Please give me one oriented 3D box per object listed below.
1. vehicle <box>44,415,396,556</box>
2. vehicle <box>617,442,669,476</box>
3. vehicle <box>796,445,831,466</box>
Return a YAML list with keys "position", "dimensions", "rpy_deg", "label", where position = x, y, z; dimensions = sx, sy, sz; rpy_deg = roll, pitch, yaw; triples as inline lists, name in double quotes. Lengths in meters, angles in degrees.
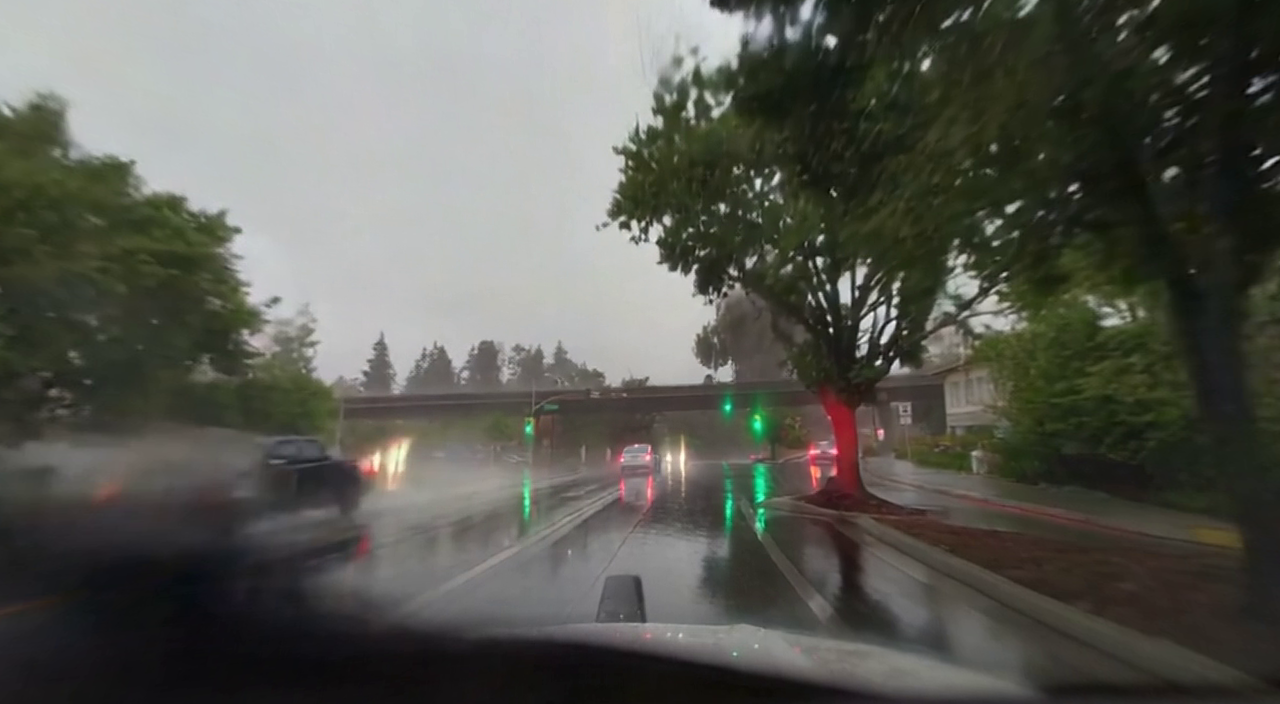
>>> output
- position: [-6.850, 2.235, 11.458]
  dimensions: [2.177, 1.871, 5.550]
  rpy_deg: [0, -9, 5]
  label: "vehicle"
- position: [0.221, 5.388, 31.925]
  dimensions: [1.997, 1.542, 4.202]
  rpy_deg: [0, -9, 9]
  label: "vehicle"
- position: [12.917, 7.669, 46.902]
  dimensions: [2.058, 1.475, 4.587]
  rpy_deg: [-2, -9, 20]
  label: "vehicle"
